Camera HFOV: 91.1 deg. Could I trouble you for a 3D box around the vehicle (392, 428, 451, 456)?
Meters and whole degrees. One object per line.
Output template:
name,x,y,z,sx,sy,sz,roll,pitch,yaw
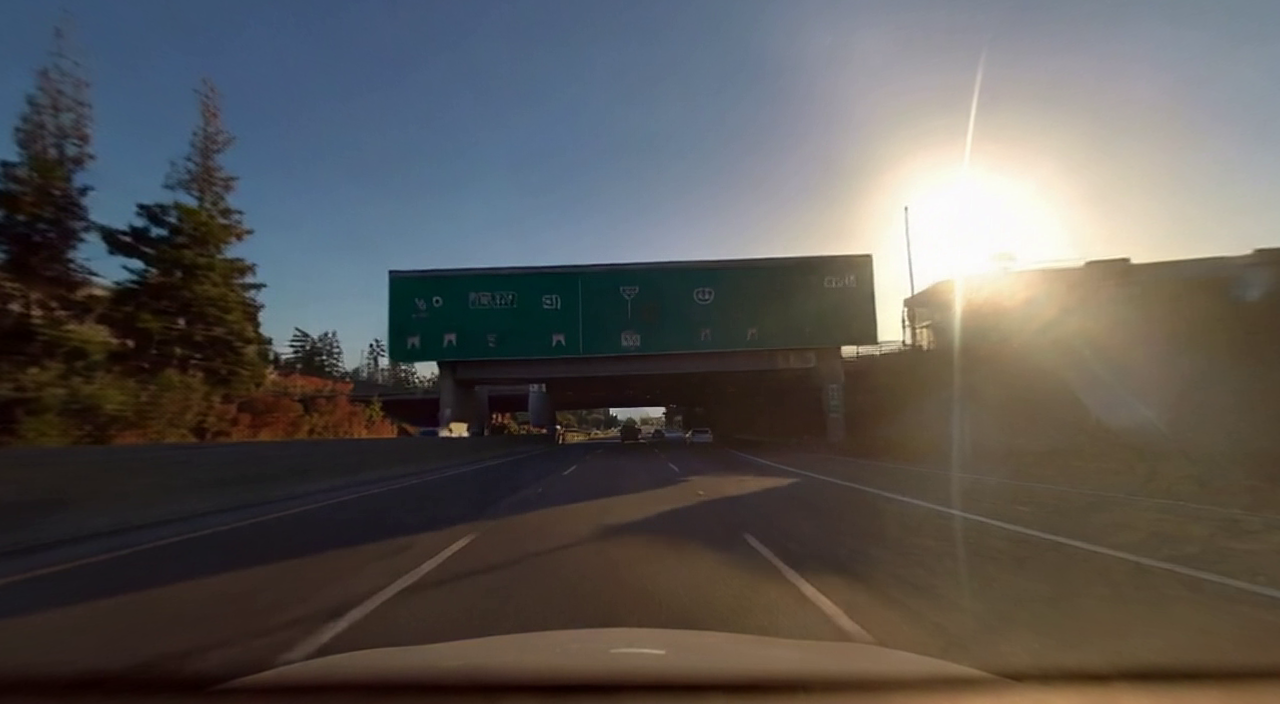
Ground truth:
vehicle,-13.241,5.458,38.375,1.949,1.576,4.484,0,-7,0
